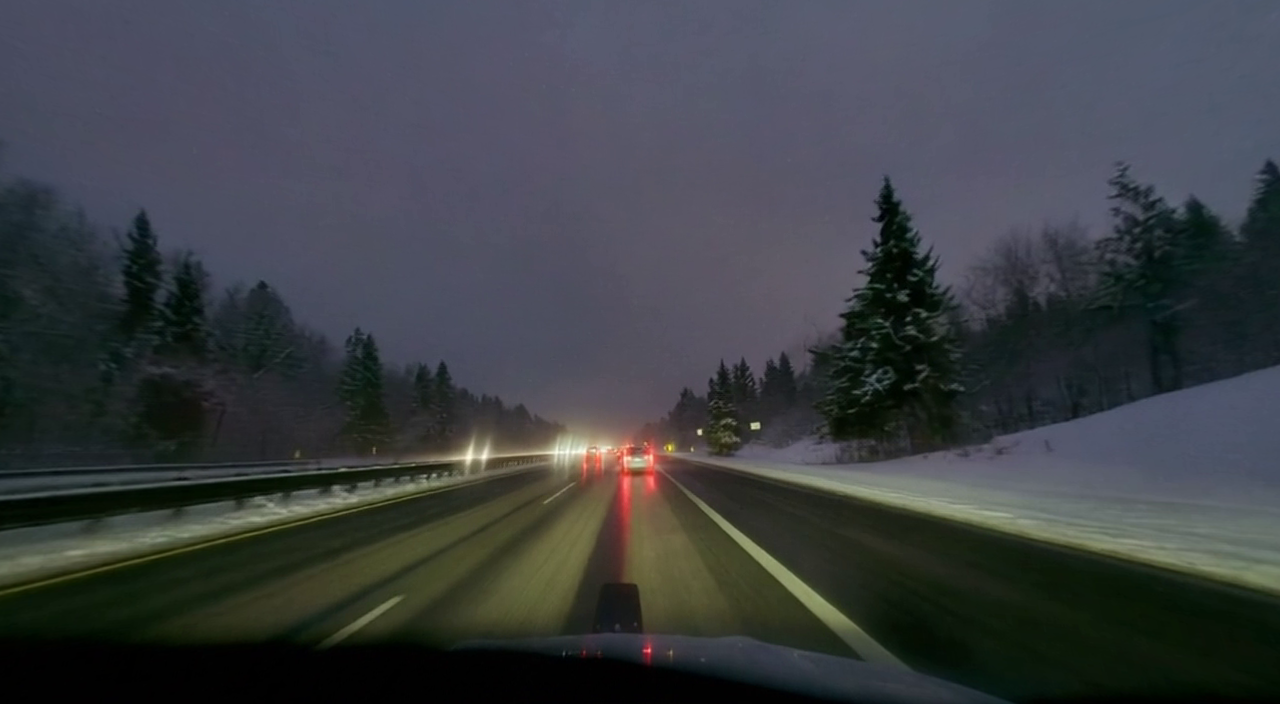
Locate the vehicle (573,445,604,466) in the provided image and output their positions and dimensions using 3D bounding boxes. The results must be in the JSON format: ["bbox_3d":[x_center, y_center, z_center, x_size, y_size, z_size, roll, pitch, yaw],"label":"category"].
[{"bbox_3d":[-3.838,7.777,47.204,1.994,1.470,3.752,-1,-9,-1],"label":"vehicle"}]

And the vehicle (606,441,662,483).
[{"bbox_3d":[-0.266,4.379,25.175,2.066,1.490,3.759,0,-9,-1],"label":"vehicle"}]
